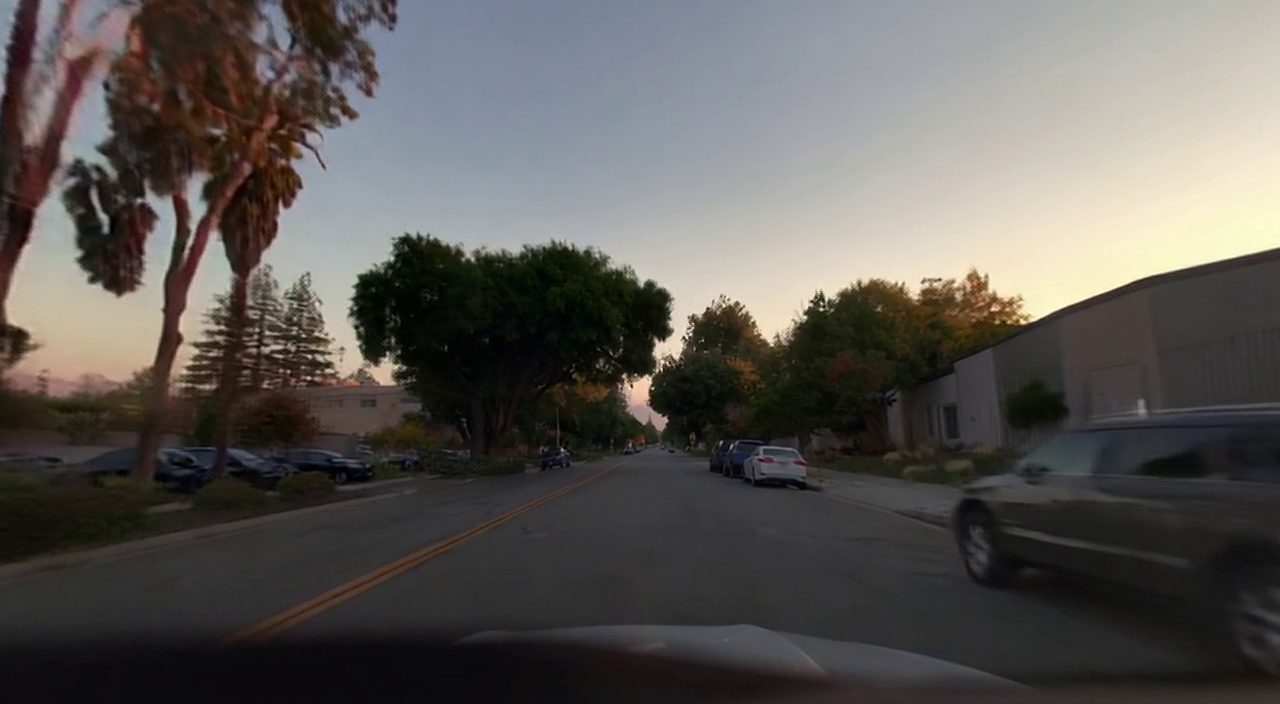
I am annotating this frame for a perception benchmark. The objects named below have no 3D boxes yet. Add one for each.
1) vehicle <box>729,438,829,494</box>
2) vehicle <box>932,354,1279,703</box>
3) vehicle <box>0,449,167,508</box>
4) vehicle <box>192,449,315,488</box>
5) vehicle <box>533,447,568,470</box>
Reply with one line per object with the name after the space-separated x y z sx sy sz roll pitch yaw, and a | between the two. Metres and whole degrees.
4.253 3.581 20.272 1.952 1.538 5.215 0 -8 -1 | vehicle
4.017 1.053 4.122 2.104 1.726 4.288 0 -8 -1 | vehicle
-16.025 3.497 17.823 4.491 1.455 1.959 -3 -9 18 | vehicle
-15.674 4.677 25.668 4.181 1.467 1.851 -3 -9 16 | vehicle
-6.530 7.752 46.306 1.928 1.537 4.439 -1 -8 0 | vehicle
